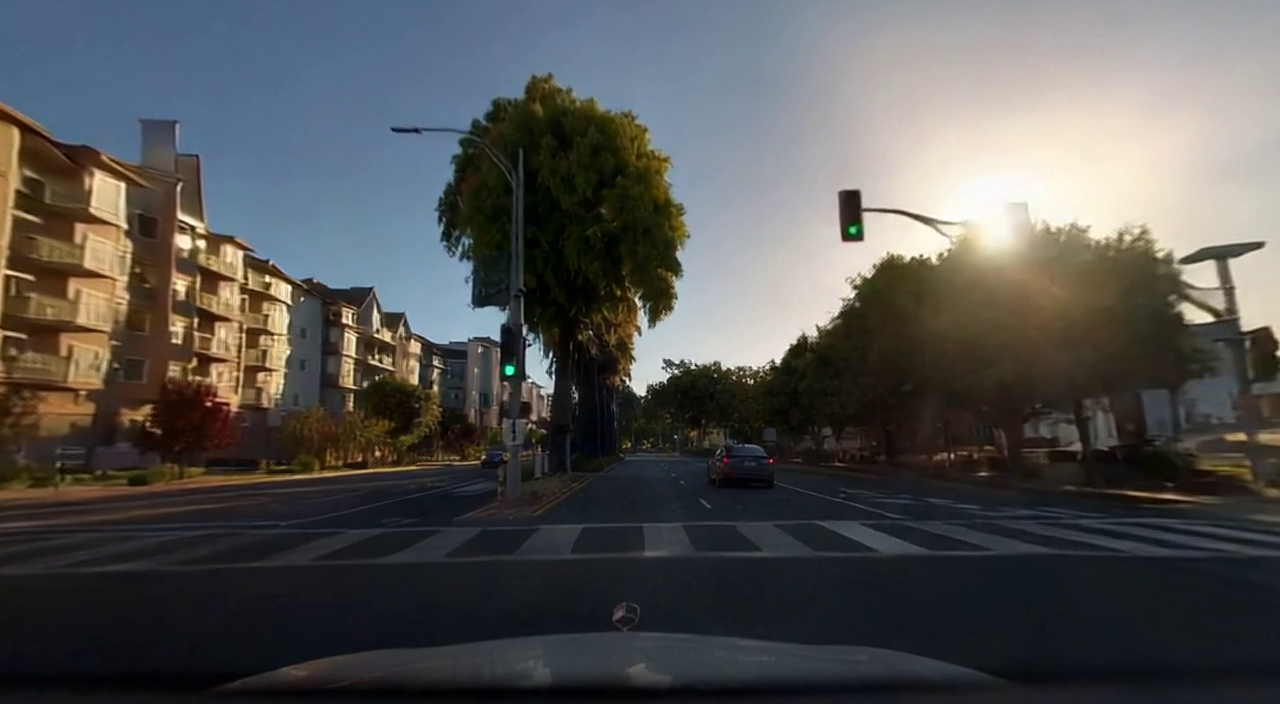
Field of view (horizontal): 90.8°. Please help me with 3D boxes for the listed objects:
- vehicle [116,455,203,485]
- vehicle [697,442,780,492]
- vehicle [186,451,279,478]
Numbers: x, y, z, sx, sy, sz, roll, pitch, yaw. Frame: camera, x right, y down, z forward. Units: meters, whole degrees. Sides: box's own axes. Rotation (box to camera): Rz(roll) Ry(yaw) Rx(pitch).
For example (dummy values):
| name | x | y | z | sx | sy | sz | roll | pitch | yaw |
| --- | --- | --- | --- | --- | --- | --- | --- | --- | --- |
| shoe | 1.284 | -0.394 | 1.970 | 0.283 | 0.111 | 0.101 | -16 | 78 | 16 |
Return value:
| name | x | y | z | sx | sy | sz | roll | pitch | yaw |
| --- | --- | --- | --- | --- | --- | --- | --- | --- | --- |
| vehicle | -32.754 | 8.006 | 43.312 | 2.095 | 1.837 | 5.014 | 0 | -9 | -2 |
| vehicle | 3.093 | 3.710 | 20.770 | 1.964 | 1.448 | 4.295 | 0 | -8 | -1 |
| vehicle | -27.094 | 7.496 | 42.160 | 4.734 | 1.717 | 2.095 | 0 | -8 | 1 |
